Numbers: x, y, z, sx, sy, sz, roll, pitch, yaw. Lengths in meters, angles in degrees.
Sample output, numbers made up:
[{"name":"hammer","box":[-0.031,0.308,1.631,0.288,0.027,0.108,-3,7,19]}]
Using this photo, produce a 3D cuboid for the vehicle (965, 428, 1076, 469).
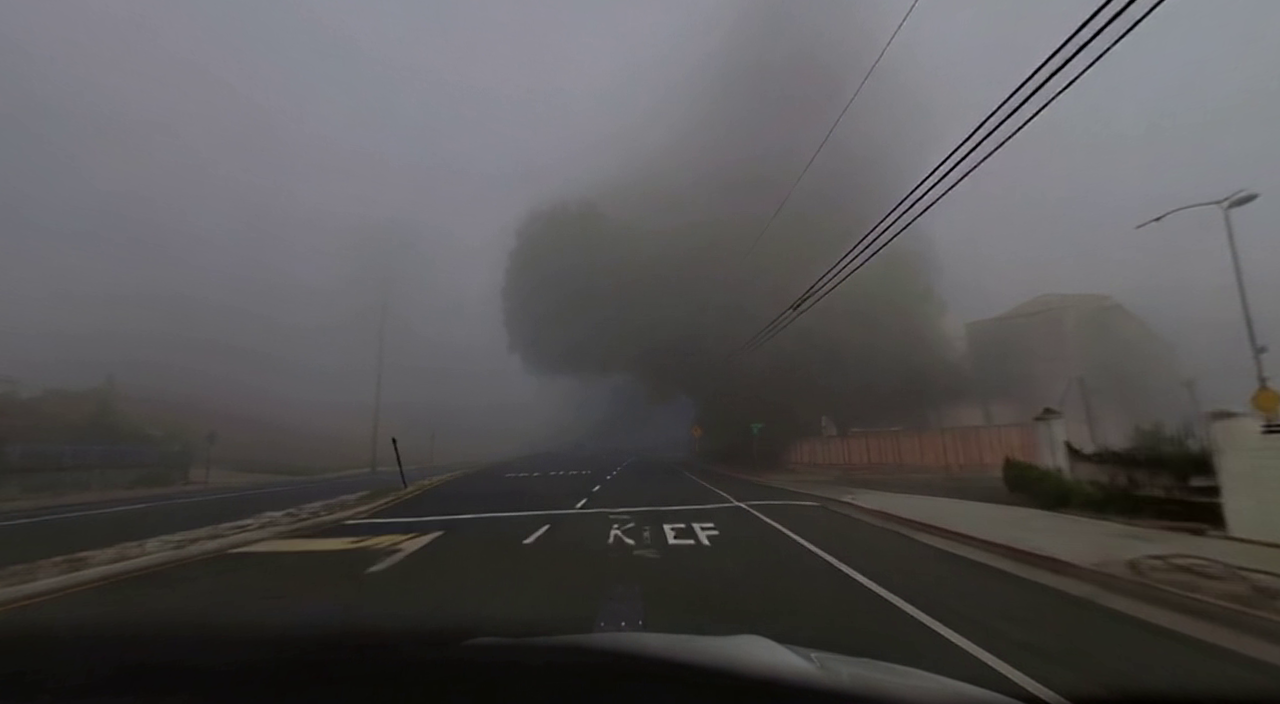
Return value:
[{"name":"vehicle","box":[18.543,4.689,30.822,4.229,1.911,2.134,2,-8,-13]}]
